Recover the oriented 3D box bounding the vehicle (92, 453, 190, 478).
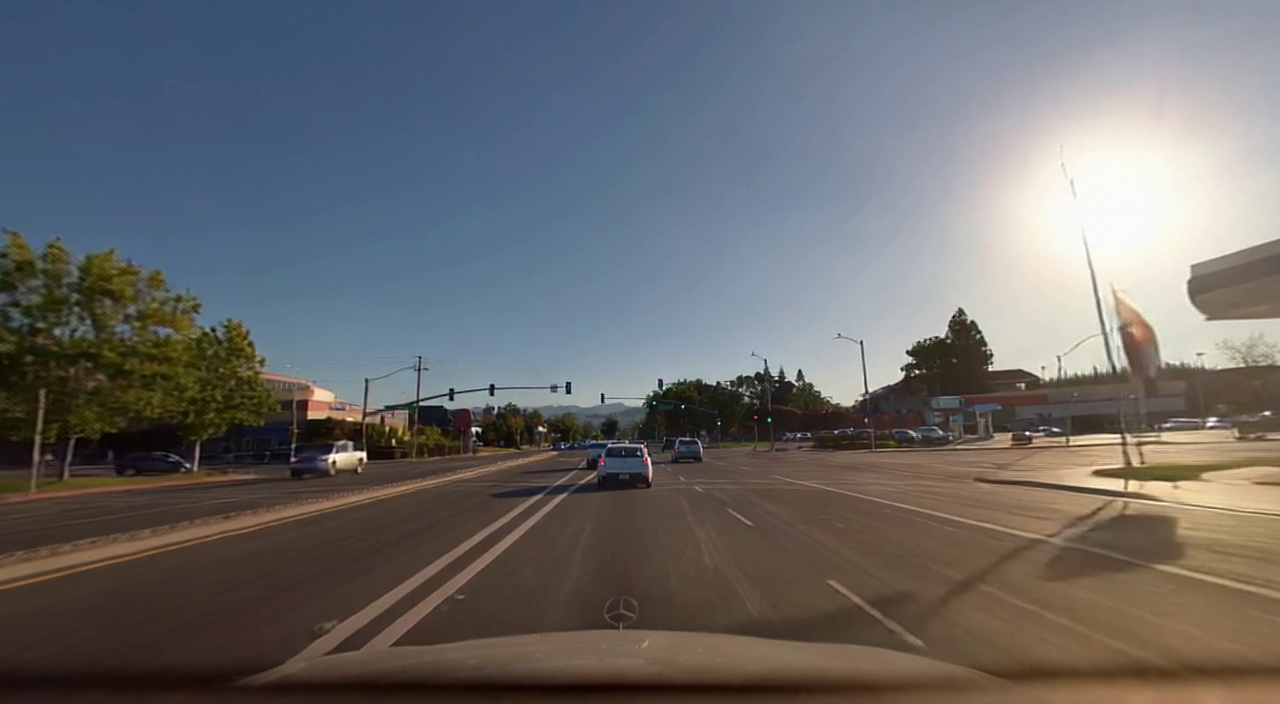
[{"bbox_3d":[-36.356,8.238,46.119,5.292,1.717,2.099,0,-9,0],"label":"vehicle"}]

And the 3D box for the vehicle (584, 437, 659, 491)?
[{"bbox_3d":[-0.516,3.349,19.121,2.040,1.451,3.736,0,-9,0],"label":"vehicle"}]

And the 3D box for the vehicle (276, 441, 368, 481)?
[{"bbox_3d":[-17.396,5.975,34.976,2.224,2.000,5.743,0,-9,-1],"label":"vehicle"}]

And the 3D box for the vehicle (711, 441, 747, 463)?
[{"bbox_3d":[6.336,7.169,45.428,1.890,1.489,4.396,0,-9,-1],"label":"vehicle"}]
